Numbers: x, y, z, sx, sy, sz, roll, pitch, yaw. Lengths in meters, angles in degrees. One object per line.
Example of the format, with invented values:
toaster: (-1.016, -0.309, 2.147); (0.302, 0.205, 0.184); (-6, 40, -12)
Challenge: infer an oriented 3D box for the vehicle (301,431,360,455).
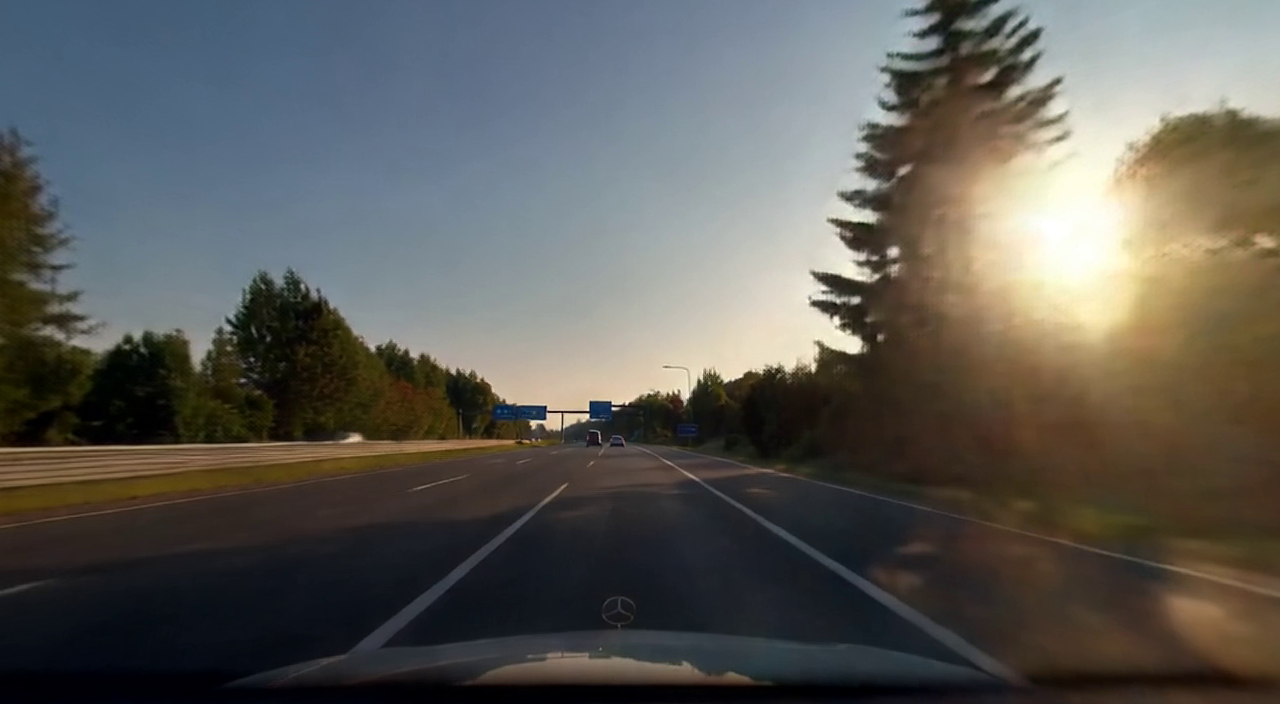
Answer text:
vehicle: (-21.300, 6.276, 43.511); (1.839, 1.514, 4.616); (0, -8, -2)
